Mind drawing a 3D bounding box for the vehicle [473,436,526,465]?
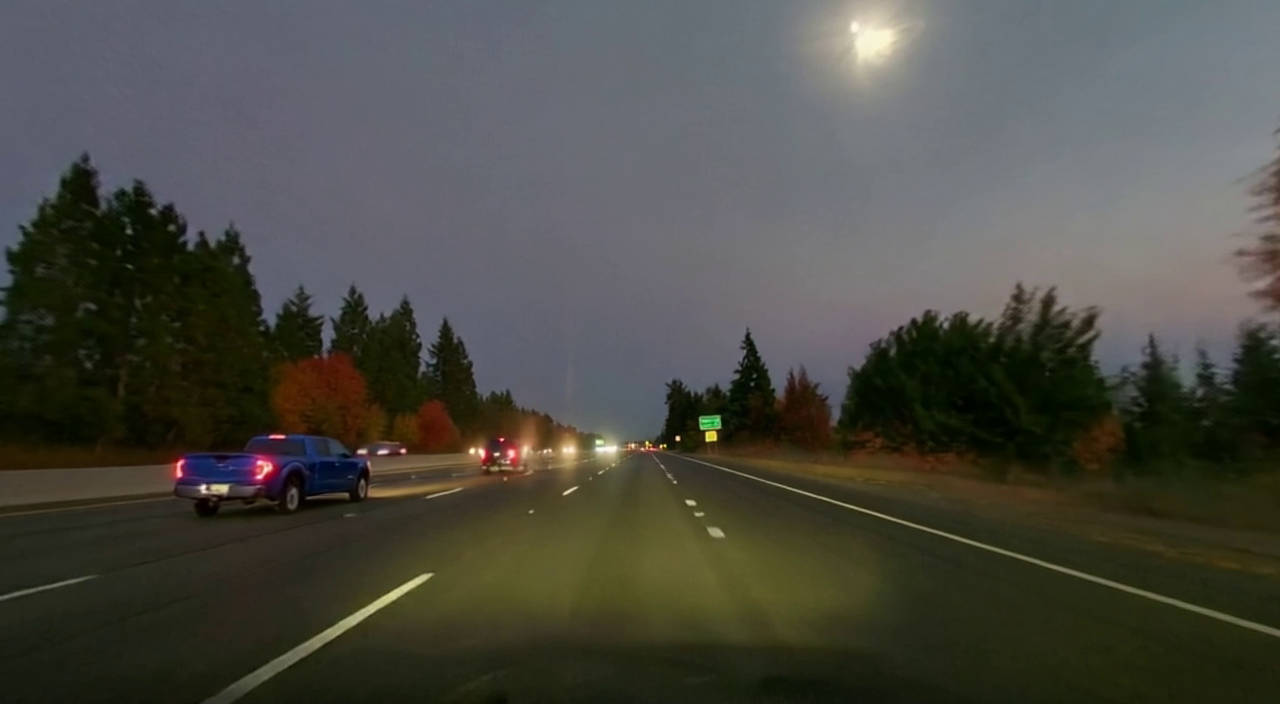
[{"bbox_3d":[-10.255,7.235,46.452,2.347,1.984,5.778,0,-8,3],"label":"vehicle"}]

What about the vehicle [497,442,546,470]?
[{"bbox_3d":[-6.819,6.007,36.570,1.919,1.499,4.234,0,-8,1],"label":"vehicle"}]

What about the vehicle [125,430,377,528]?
[{"bbox_3d":[-7.286,2.402,12.585,1.965,1.567,4.686,0,-8,1],"label":"vehicle"}]
